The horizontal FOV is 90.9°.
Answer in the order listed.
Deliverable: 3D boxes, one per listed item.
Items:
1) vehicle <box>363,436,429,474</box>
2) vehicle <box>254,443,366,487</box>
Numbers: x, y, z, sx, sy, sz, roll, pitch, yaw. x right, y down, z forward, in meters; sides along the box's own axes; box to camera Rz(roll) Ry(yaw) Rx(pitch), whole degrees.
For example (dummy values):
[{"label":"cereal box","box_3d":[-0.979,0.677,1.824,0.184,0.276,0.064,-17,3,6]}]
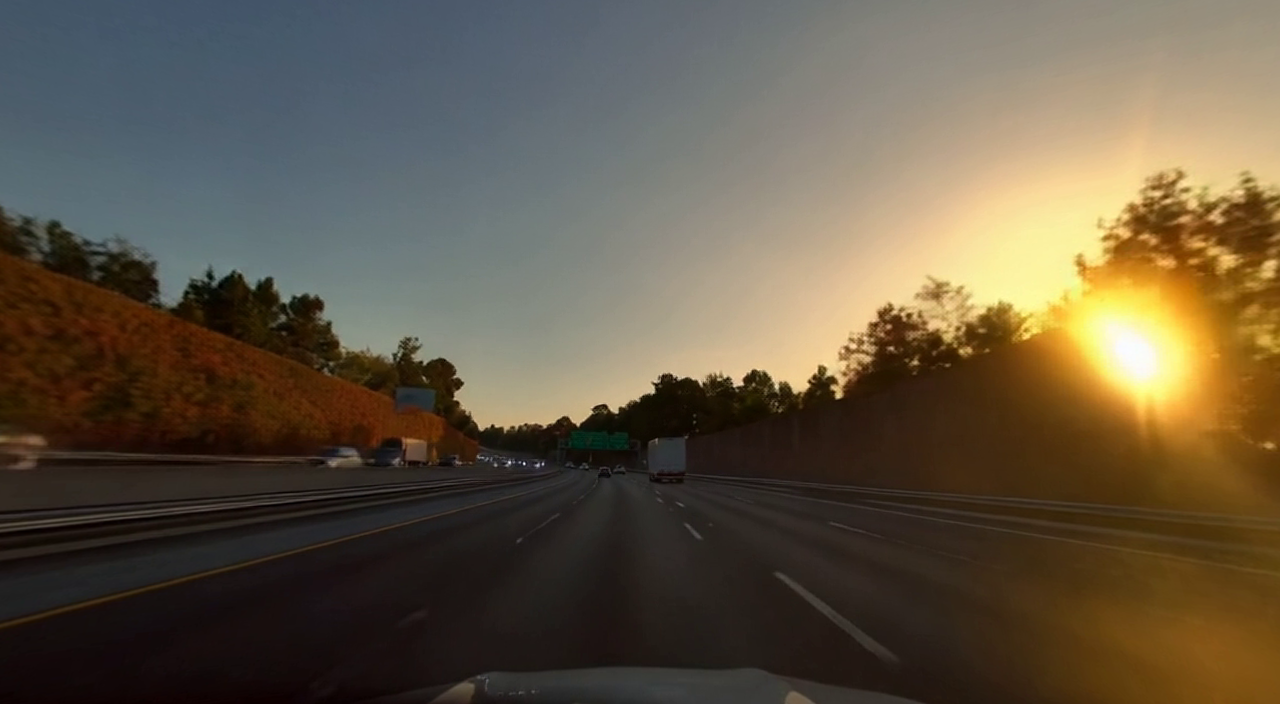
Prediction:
[{"label":"vehicle","box_3d":[-16.675,7.175,43.419,2.228,2.396,5.865,1,-11,-1]},{"label":"vehicle","box_3d":[-12.265,4.276,23.796,1.858,1.451,4.401,1,-11,-1]}]
